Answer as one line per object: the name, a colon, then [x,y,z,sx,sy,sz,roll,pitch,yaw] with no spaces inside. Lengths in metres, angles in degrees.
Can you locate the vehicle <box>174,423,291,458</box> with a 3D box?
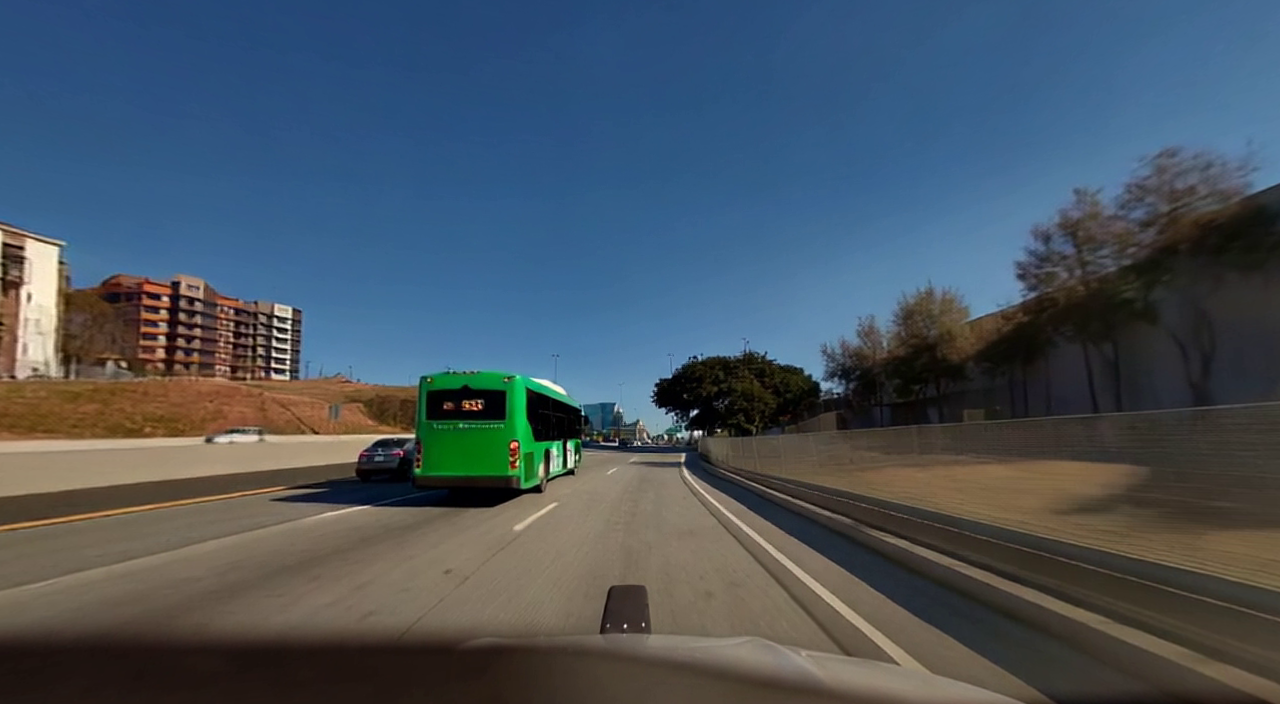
vehicle: [-23.039,5.100,35.998,2.250,1.799,5.791,-2,-9,8]

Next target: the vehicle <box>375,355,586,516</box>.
vehicle: [-3.320,2.160,15.974,2.888,2.944,8.373,1,-8,2]

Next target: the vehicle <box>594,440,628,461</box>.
vehicle: [-2.104,7.399,47.334,1.928,1.455,4.361,-1,-9,5]
